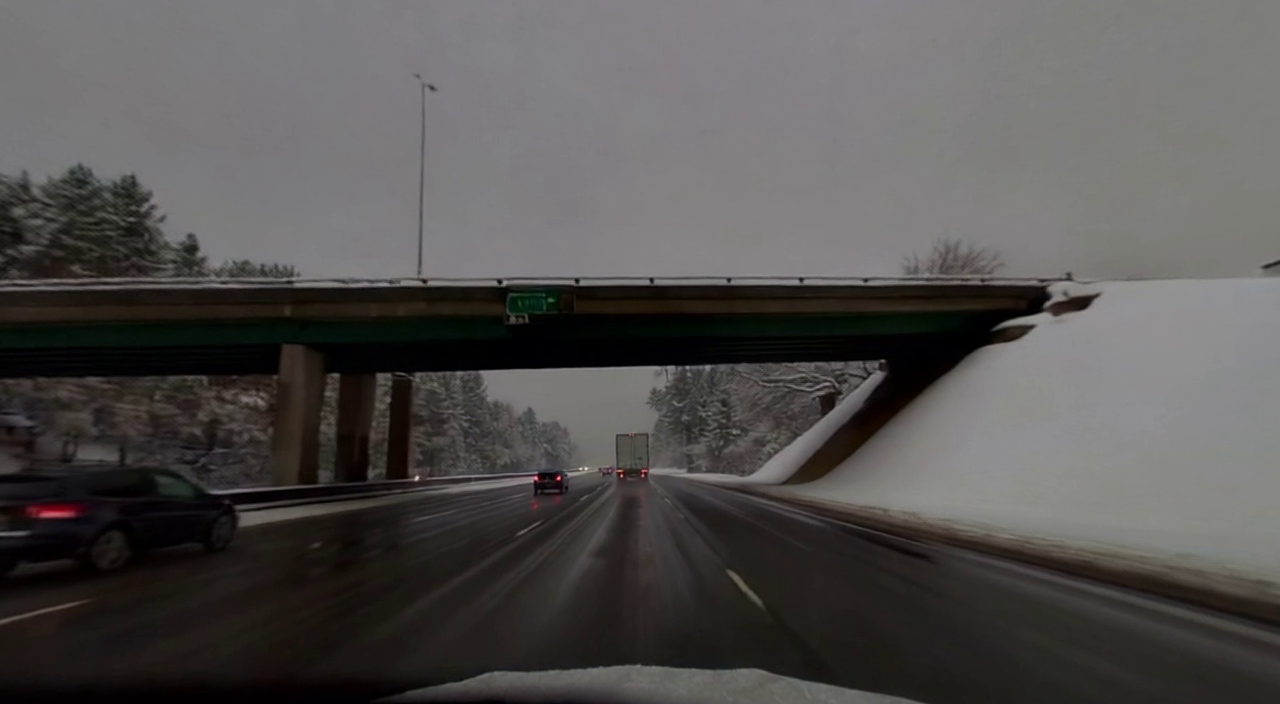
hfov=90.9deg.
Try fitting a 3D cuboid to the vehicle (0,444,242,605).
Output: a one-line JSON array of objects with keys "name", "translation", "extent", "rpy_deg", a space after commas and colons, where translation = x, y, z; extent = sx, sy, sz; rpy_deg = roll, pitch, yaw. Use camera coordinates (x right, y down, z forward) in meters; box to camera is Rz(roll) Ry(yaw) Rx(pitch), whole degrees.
[{"name": "vehicle", "translation": [-7.504, 2.086, 8.220], "extent": [1.899, 1.615, 4.097], "rpy_deg": [1, -10, 0]}]

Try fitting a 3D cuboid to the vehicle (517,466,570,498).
[{"name": "vehicle", "translation": [-4.863, 6.616, 32.371], "extent": [1.950, 1.460, 4.812], "rpy_deg": [0, -10, 0]}]
